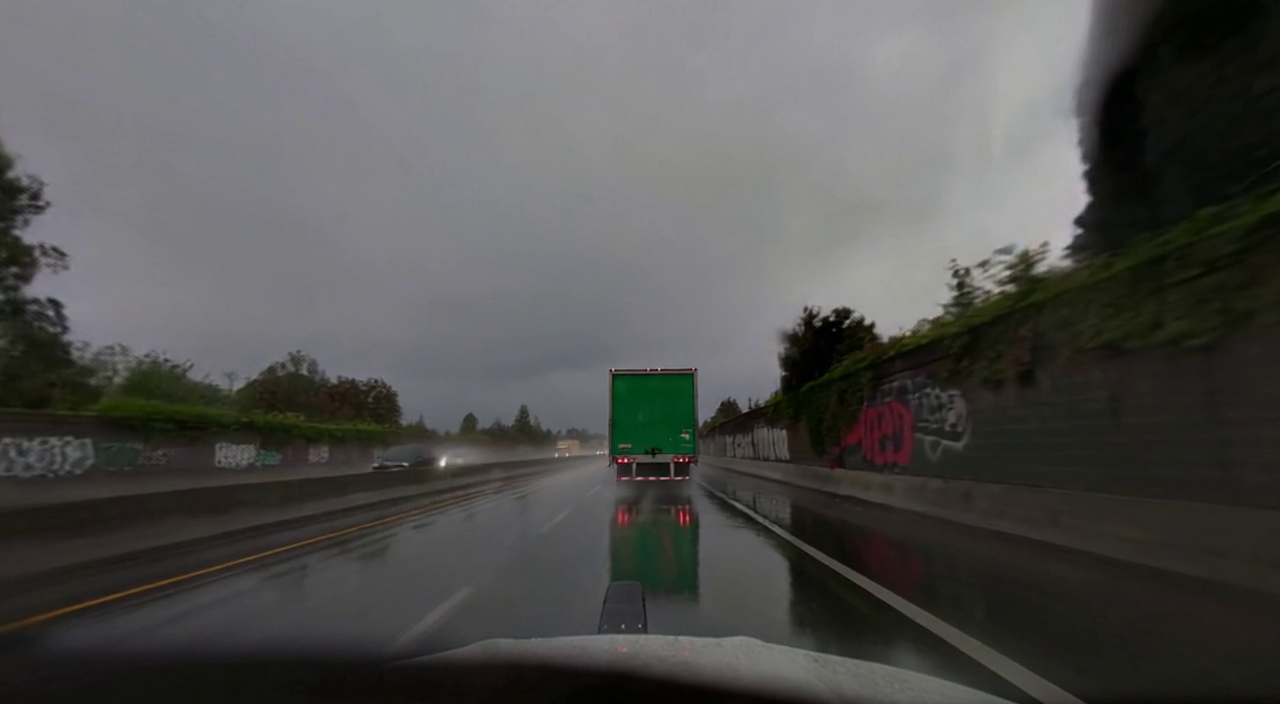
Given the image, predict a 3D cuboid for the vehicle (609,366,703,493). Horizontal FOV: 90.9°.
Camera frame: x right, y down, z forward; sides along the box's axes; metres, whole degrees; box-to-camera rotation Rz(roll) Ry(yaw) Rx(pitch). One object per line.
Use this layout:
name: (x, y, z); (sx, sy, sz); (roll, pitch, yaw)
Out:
vehicle: (0.372, 3.181, 24.658); (2.900, 3.955, 10.151); (0, -9, -1)

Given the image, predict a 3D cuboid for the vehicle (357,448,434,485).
vehicle: (-11.833, 5.562, 30.872); (1.911, 1.661, 4.392); (0, -9, 2)
